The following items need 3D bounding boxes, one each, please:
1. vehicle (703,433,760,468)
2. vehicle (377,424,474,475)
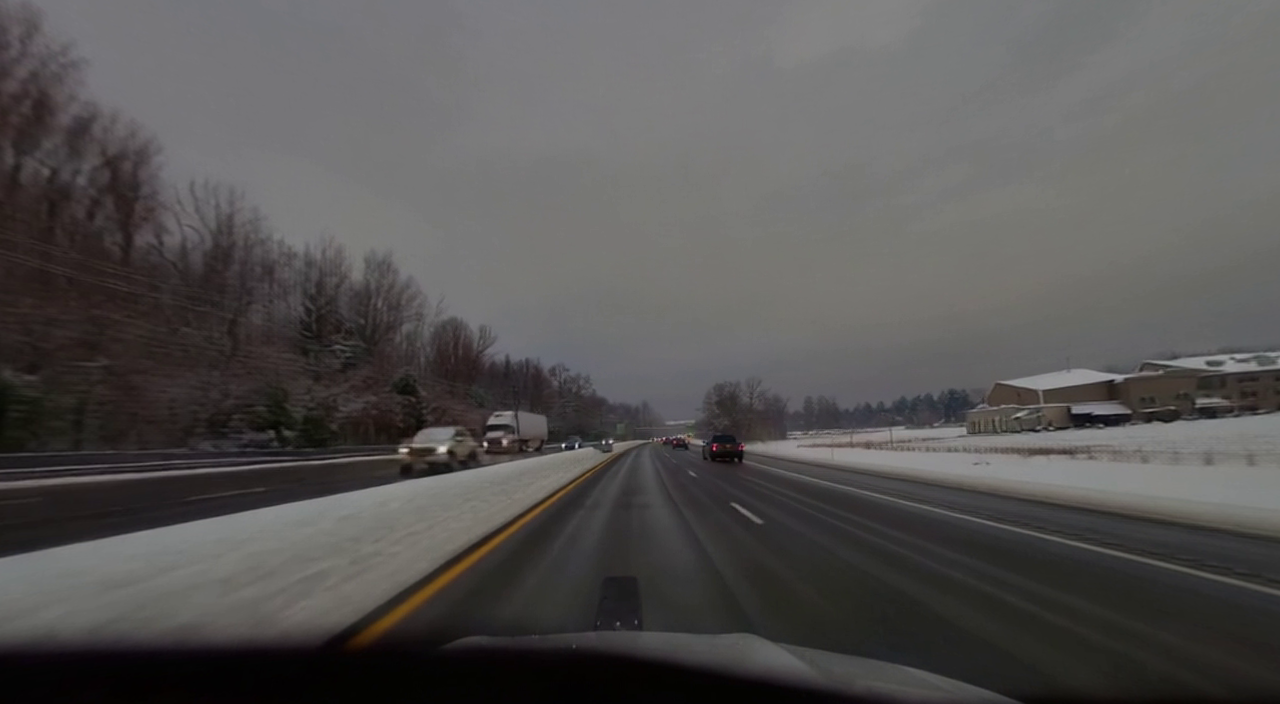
[{"bbox_3d":[4.285,4.690,30.105,2.024,1.516,4.197,0,-8,-1],"label":"vehicle"},{"bbox_3d":[-8.413,3.865,25.149,2.096,1.813,4.961,-1,-8,0],"label":"vehicle"}]
